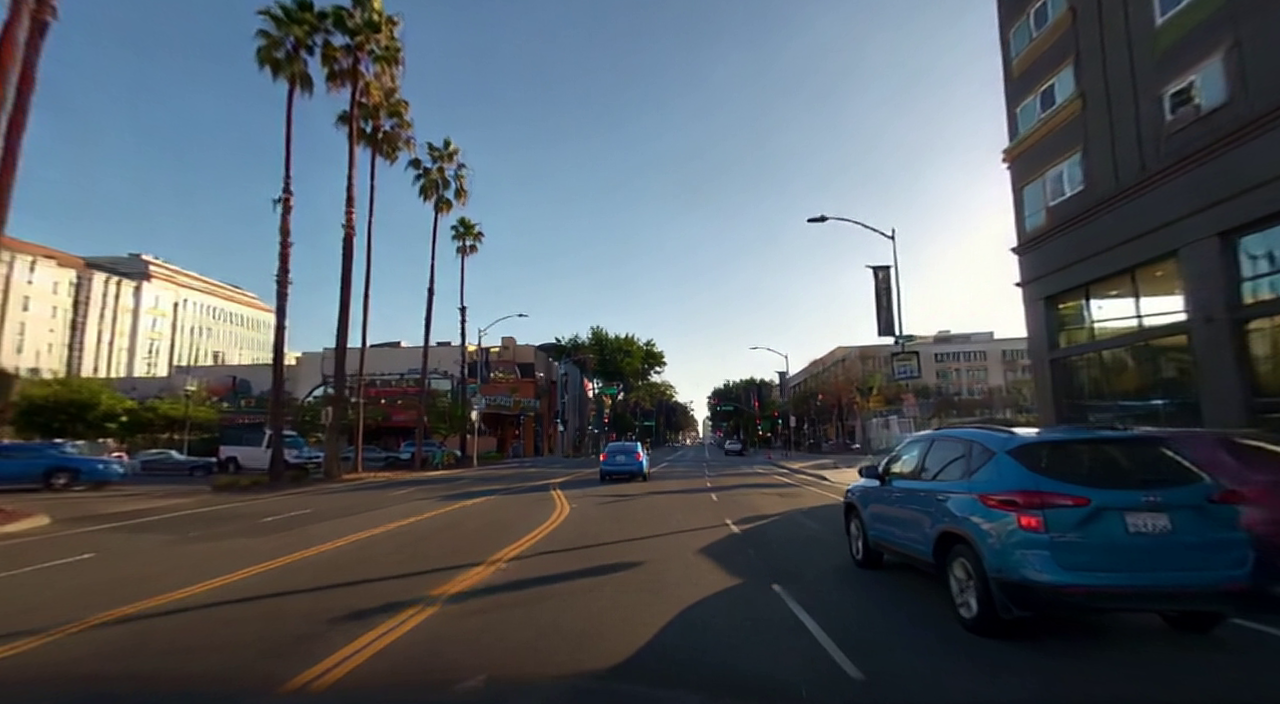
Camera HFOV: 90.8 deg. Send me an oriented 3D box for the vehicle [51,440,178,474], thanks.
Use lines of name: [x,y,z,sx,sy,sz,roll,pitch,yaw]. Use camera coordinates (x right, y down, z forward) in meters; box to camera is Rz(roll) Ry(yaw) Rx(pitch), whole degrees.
vehicle: [-29.200,5.815,35.326,1.863,1.733,4.974,-5,-10,27]

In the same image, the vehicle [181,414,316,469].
vehicle: [-20.873,4.867,34.093,2.198,2.684,5.751,-4,-10,25]

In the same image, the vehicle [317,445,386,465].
vehicle: [-22.190,7.948,48.847,1.800,1.462,4.752,-4,-9,25]

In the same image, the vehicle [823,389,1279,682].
vehicle: [3.315,1.366,5.841,1.983,1.654,4.354,0,-9,1]

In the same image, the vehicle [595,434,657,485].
vehicle: [-0.463,3.903,23.251,2.063,1.664,4.471,0,-9,0]
